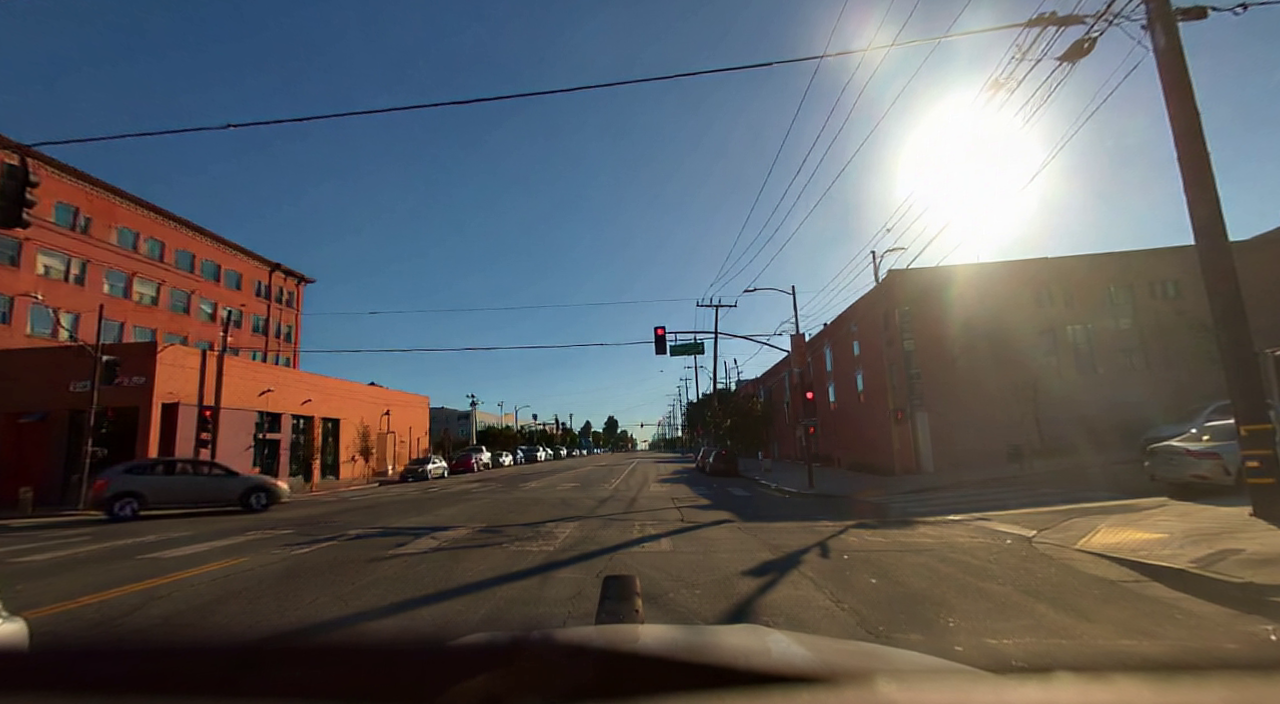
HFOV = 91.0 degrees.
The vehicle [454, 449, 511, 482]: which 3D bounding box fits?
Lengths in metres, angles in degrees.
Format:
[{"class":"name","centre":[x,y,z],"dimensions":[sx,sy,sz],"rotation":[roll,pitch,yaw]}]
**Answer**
[{"class":"vehicle","centre":[-8.710,6.313,35.219],"dimensions":[2.020,1.672,3.842],"rotation":[0,-9,3]}]

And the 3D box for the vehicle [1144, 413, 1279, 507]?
[{"class":"vehicle","centre":[12.737,2.167,12.822],"dimensions":[3.234,1.746,1.941],"rotation":[0,-9,-2]}]

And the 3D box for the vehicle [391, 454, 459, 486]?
[{"class":"vehicle","centre":[-12.028,6.605,35.620],"dimensions":[1.943,1.574,4.727],"rotation":[0,-9,3]}]

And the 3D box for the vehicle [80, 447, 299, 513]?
[{"class":"vehicle","centre":[-12.480,3.560,17.888],"dimensions":[4.525,1.650,2.120],"rotation":[4,-9,-20]}]

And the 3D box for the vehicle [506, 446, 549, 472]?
[{"class":"vehicle","centre":[-8.197,7.830,46.298],"dimensions":[2.096,1.830,4.752],"rotation":[0,-9,2]}]
